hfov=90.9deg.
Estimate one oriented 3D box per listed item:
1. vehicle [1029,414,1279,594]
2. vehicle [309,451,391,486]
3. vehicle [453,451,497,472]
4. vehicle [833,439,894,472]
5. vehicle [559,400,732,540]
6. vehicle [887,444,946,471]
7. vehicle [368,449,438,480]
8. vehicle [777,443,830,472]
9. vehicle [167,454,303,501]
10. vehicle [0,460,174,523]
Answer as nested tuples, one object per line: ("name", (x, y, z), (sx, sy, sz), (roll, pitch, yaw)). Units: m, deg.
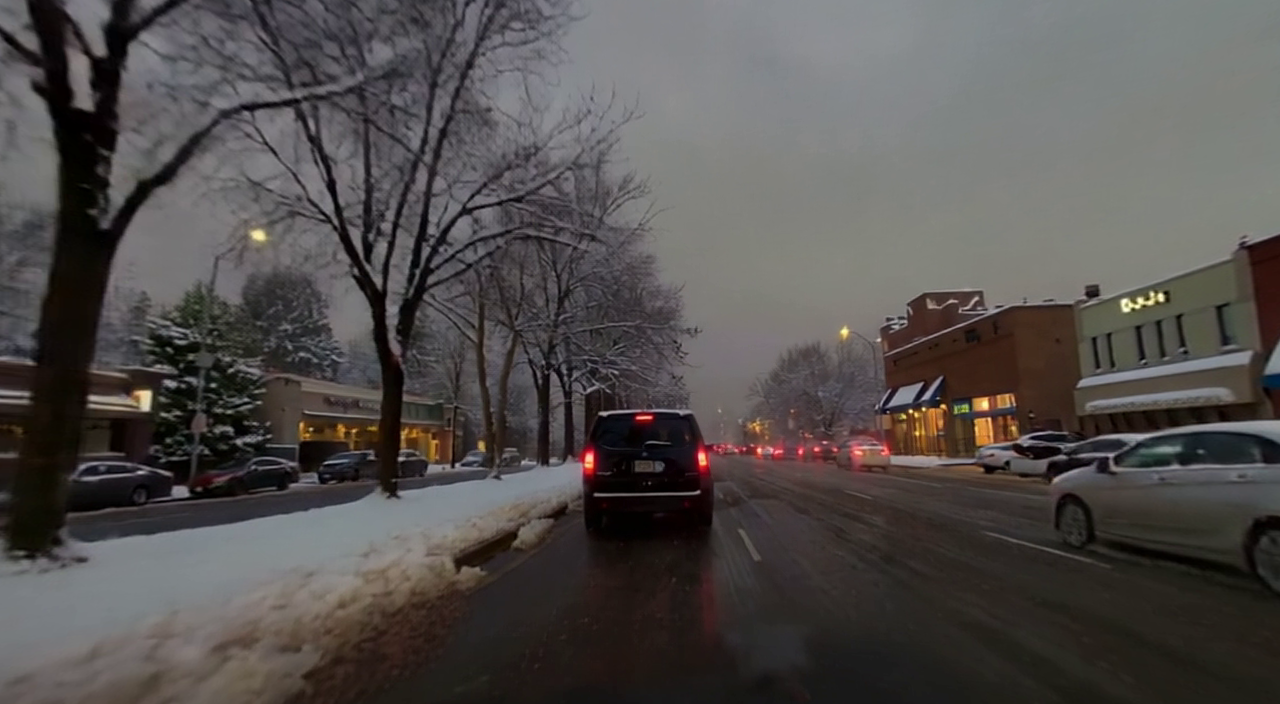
("vehicle", (6.545, 1.489, 6.709), (1.928, 1.529, 4.917), (-1, -8, 4))
("vehicle", (-14.245, 5.698, 31.236), (1.947, 1.558, 4.065), (0, -8, 3))
("vehicle", (-12.824, 8.554, 49.384), (1.995, 1.466, 4.580), (-1, -8, 3))
("vehicle", (12.645, 5.868, 35.993), (2.040, 1.738, 4.414), (0, -8, 2))
("vehicle", (0.245, 1.934, 10.970), (2.344, 1.863, 4.665), (-1, -8, 4))
("vehicle", (15.973, 6.102, 36.620), (1.916, 1.452, 3.811), (0, -9, 5))
("vehicle", (-13.688, 6.511, 36.828), (1.921, 1.621, 4.930), (-1, -8, 3))
("vehicle", (8.698, 5.630, 33.950), (1.886, 1.464, 4.290), (0, -8, 2))
("vehicle", (-14.648, 4.522, 23.170), (1.877, 1.445, 4.436), (-1, -8, 3))
("vehicle", (-15.251, 3.648, 17.018), (1.797, 1.351, 4.300), (-1, -8, 5))
